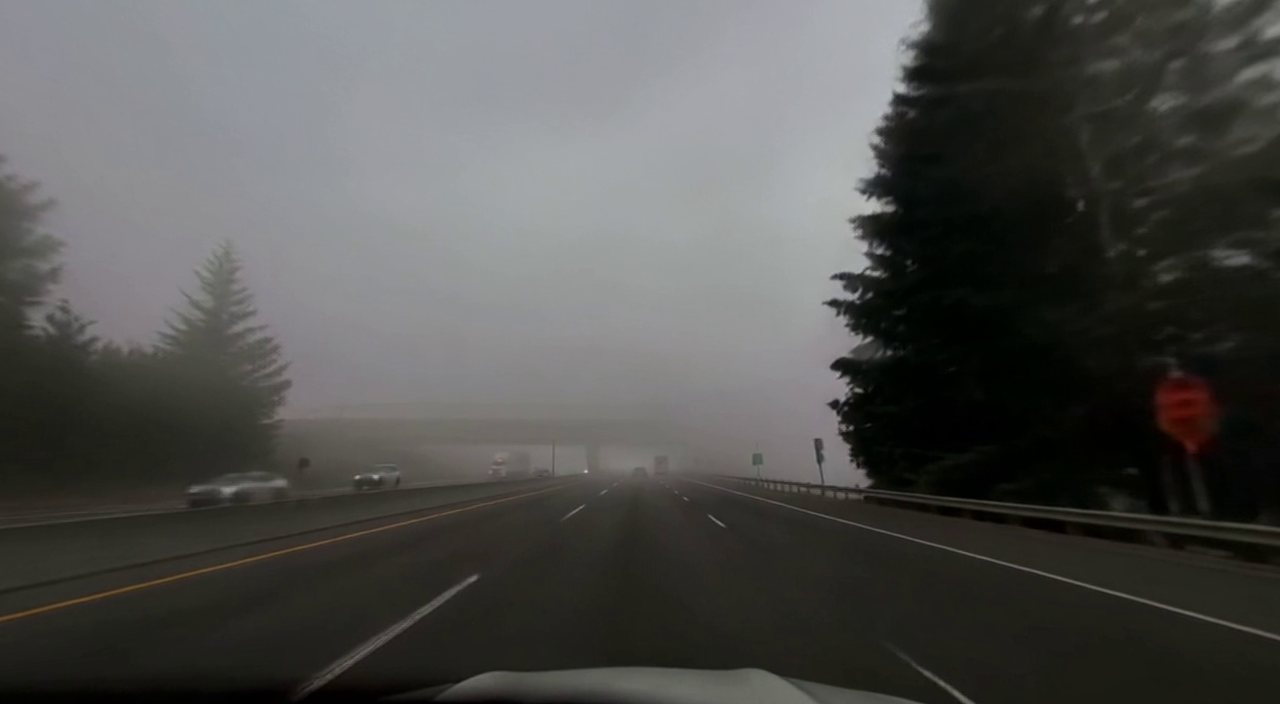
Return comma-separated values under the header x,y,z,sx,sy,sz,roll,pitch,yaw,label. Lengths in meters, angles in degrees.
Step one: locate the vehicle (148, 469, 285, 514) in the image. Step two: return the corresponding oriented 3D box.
x,y,z,sx,sy,sz,roll,pitch,yaw,label
-16.229,5.348,24.503,1.966,1.490,4.753,1,-10,0,vehicle
